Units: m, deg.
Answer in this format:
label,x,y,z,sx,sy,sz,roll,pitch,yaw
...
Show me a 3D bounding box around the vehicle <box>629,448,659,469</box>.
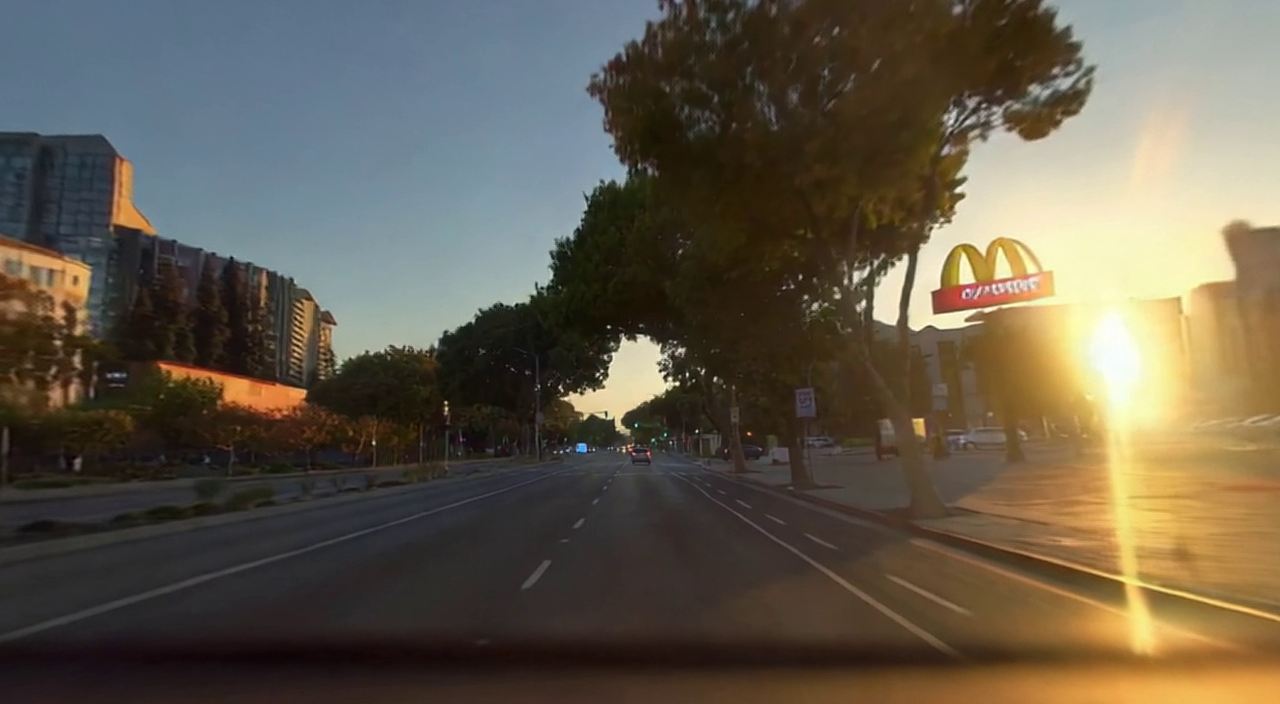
label,x,y,z,sx,sy,sz,roll,pitch,yaw
vehicle,0.263,7.798,46.329,2.115,1.461,3.976,0,-9,-1
